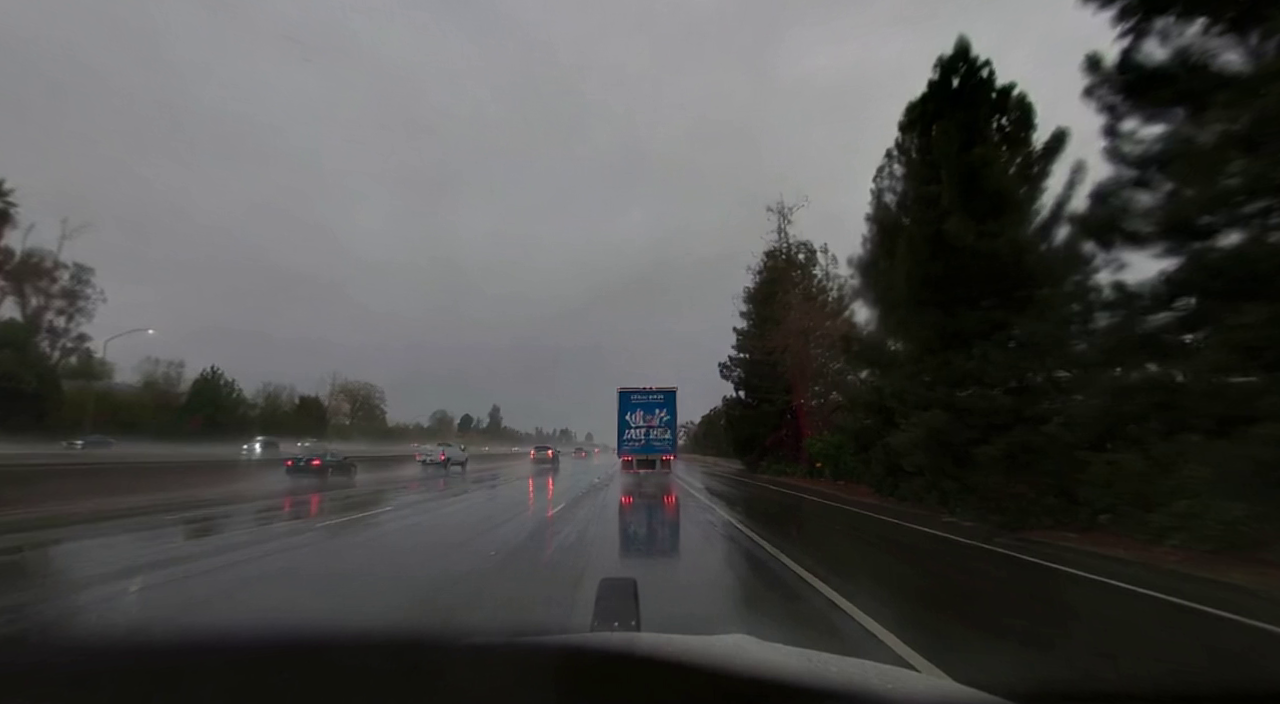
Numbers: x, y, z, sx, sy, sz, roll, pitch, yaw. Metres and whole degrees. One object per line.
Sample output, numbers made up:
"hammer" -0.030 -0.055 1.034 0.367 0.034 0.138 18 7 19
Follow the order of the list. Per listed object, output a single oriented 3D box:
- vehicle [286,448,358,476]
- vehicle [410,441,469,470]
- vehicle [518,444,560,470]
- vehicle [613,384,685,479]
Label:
"vehicle" -18.410 6.353 36.780 1.901 1.485 4.279 0 -9 0
"vehicle" -14.127 7.348 44.938 2.296 1.907 5.659 0 -9 1
"vehicle" -7.154 7.479 45.039 2.152 1.732 4.782 0 -9 1
"vehicle" 0.318 4.643 35.404 3.140 4.100 15.551 1 -9 -1
